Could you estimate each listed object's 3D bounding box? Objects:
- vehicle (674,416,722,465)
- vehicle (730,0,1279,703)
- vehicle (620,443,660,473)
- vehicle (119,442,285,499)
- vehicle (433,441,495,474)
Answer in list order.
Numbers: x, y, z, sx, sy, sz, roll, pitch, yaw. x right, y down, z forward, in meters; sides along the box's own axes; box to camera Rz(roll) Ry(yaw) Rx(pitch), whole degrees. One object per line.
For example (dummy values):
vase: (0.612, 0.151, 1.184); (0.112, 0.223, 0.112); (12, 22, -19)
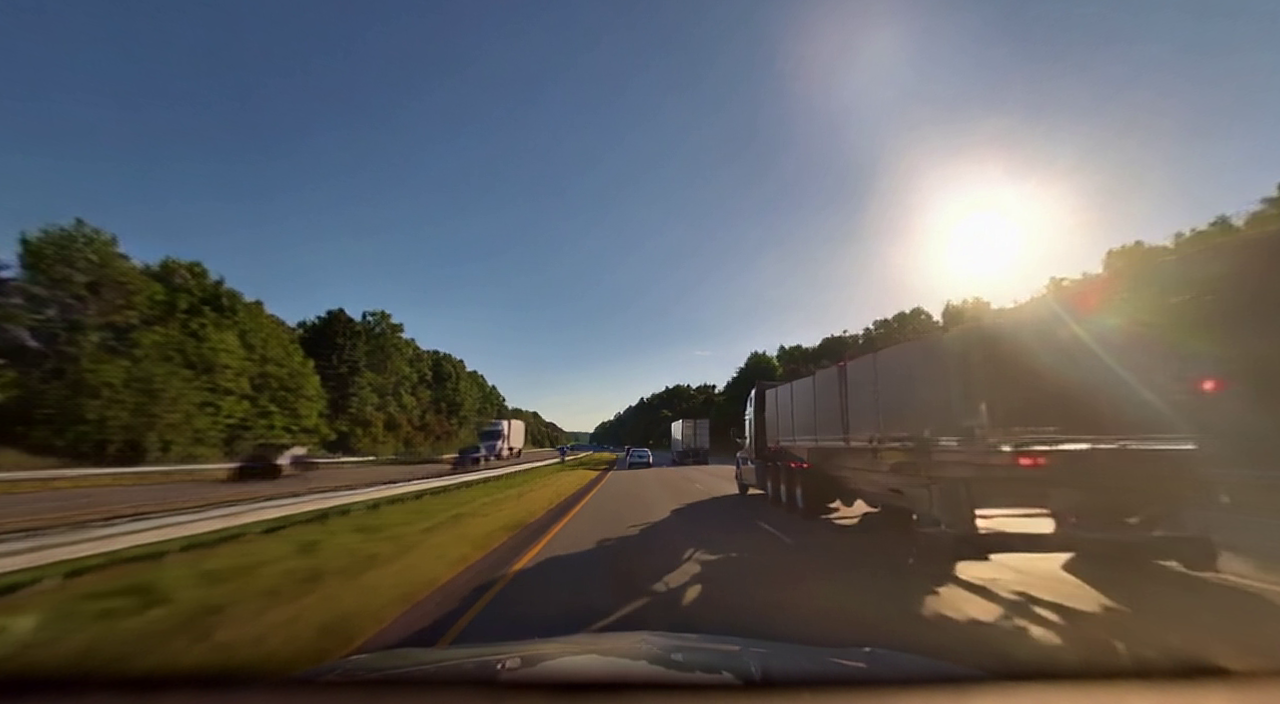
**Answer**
vehicle: (4.010, 6.386, 45.116); (2.684, 3.263, 5.865); (0, -9, -2)
vehicle: (3.820, 0.566, 8.553); (2.883, 4.057, 14.579); (0, -9, -1)
vehicle: (-0.030, 5.750, 34.408); (2.051, 1.513, 4.511); (0, -9, 0)
vehicle: (-13.085, 3.542, 19.263); (1.827, 1.507, 4.508); (0, -9, 0)
vehicle: (-8.922, 5.398, 32.306); (2.027, 1.574, 3.990); (0, -9, 0)
